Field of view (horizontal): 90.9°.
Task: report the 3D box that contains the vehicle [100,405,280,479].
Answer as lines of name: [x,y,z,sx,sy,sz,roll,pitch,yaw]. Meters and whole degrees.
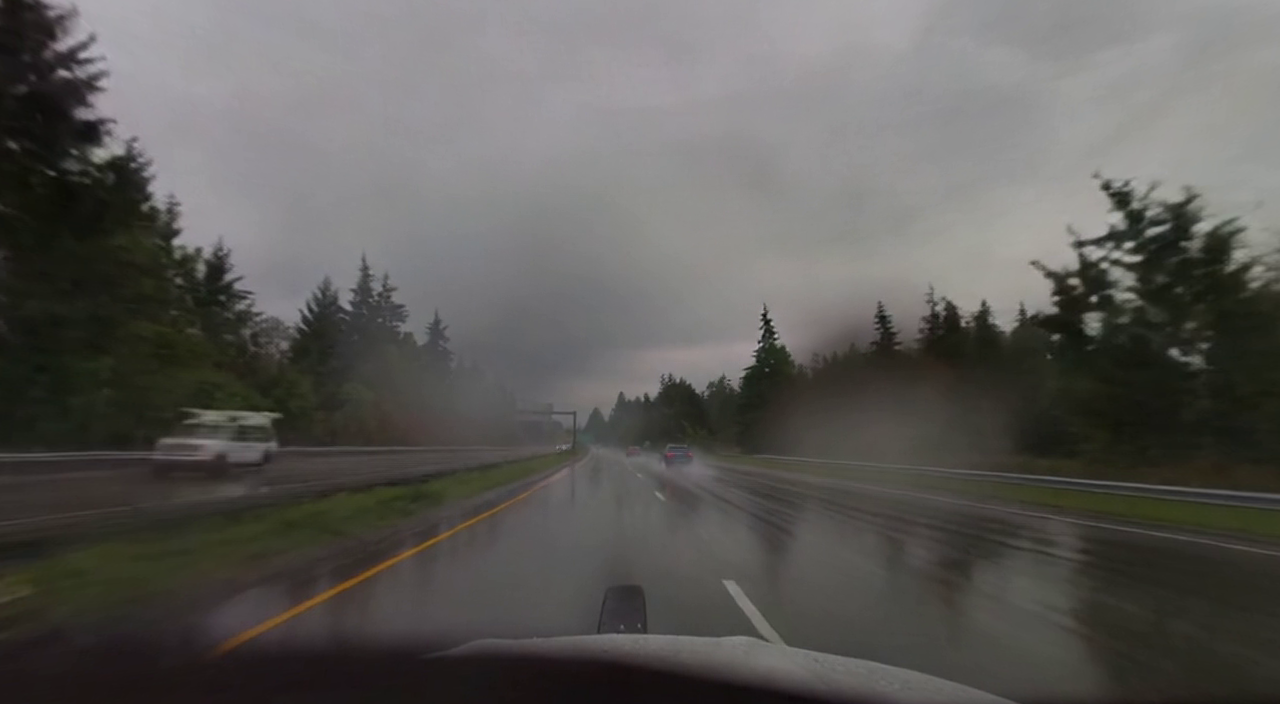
vehicle: [-15.134,3.116,21.746,2.293,2.215,5.346,1,-8,-2]

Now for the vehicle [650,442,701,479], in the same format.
vehicle: [1.573,5.008,29.405,2.011,1.590,3.607,1,-8,-3]
